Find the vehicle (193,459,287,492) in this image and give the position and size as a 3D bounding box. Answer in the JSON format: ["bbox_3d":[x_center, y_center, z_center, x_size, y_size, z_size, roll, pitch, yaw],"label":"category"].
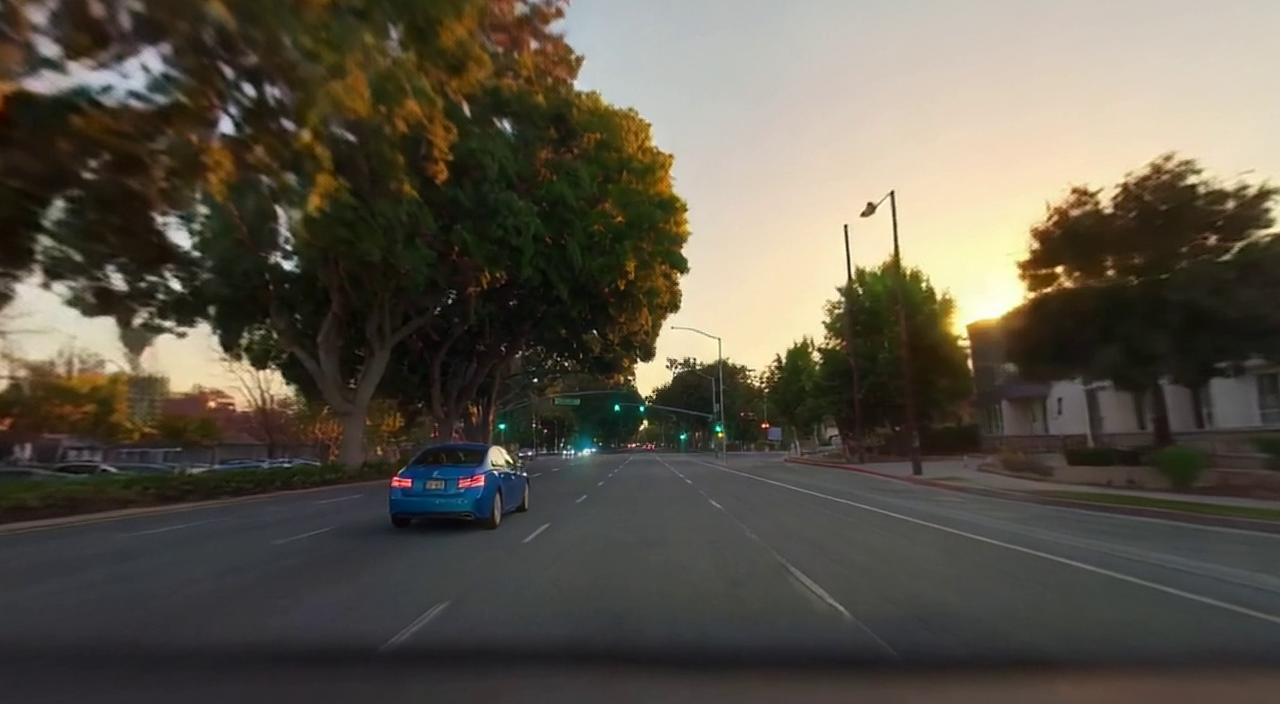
[{"bbox_3d":[-21.108,6.514,33.563,1.842,1.507,4.846,0,-9,0],"label":"vehicle"}]

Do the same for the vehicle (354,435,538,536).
[{"bbox_3d":[-3.246,2.328,11.627,1.924,1.480,4.421,0,-9,1],"label":"vehicle"}]

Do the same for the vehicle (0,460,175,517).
[{"bbox_3d":[-17.339,4.219,19.940,1.826,1.490,4.407,0,-9,1],"label":"vehicle"}]
